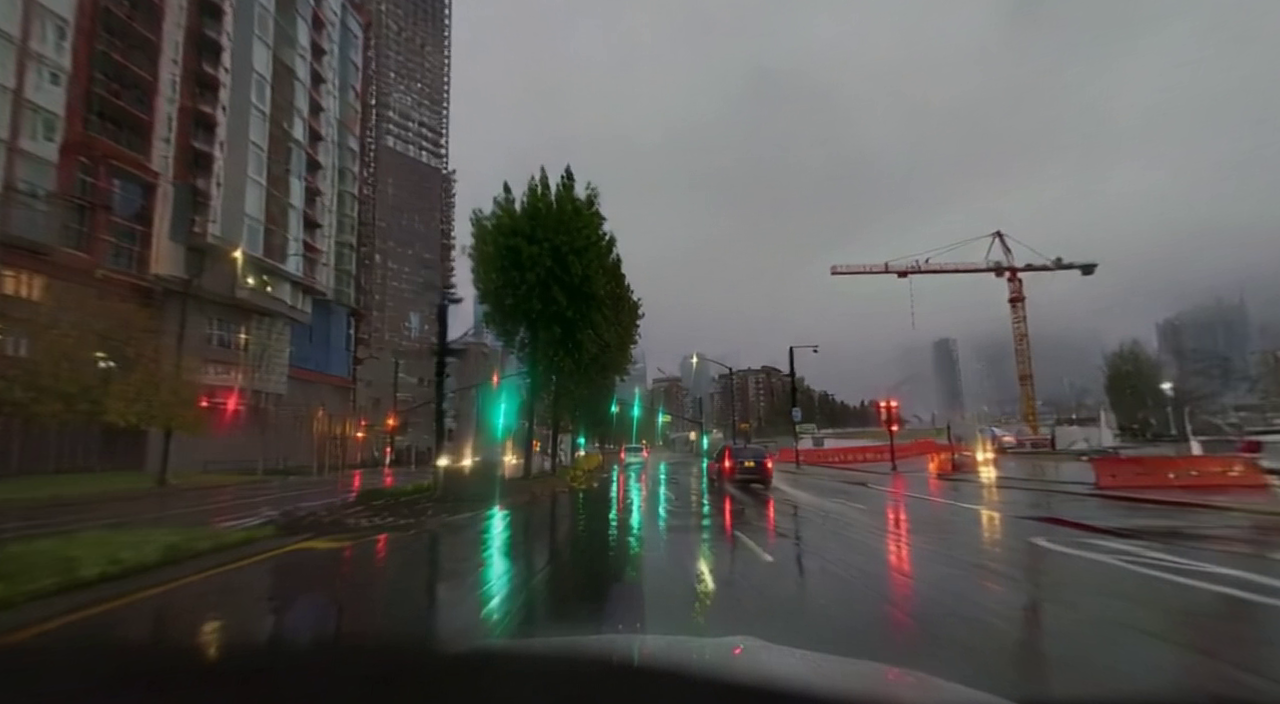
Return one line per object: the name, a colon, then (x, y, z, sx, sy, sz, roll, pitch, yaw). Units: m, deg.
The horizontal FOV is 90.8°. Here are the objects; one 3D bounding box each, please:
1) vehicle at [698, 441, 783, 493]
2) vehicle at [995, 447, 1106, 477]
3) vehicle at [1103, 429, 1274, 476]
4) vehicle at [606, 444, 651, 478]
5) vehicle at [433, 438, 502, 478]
vehicle: (3.084, 3.627, 20.247, 1.910, 1.474, 4.003, 0, -9, -2)
vehicle: (19.041, 5.102, 29.441, 3.839, 1.281, 1.836, 0, -9, 0)
vehicle: (25.271, 4.678, 29.324, 5.433, 1.955, 2.512, -1, -10, 0)
vehicle: (-0.552, 5.095, 29.851, 2.006, 1.487, 3.535, 0, -9, -1)
vehicle: (-8.633, 5.339, 32.093, 2.111, 1.832, 4.778, 0, -9, 0)
